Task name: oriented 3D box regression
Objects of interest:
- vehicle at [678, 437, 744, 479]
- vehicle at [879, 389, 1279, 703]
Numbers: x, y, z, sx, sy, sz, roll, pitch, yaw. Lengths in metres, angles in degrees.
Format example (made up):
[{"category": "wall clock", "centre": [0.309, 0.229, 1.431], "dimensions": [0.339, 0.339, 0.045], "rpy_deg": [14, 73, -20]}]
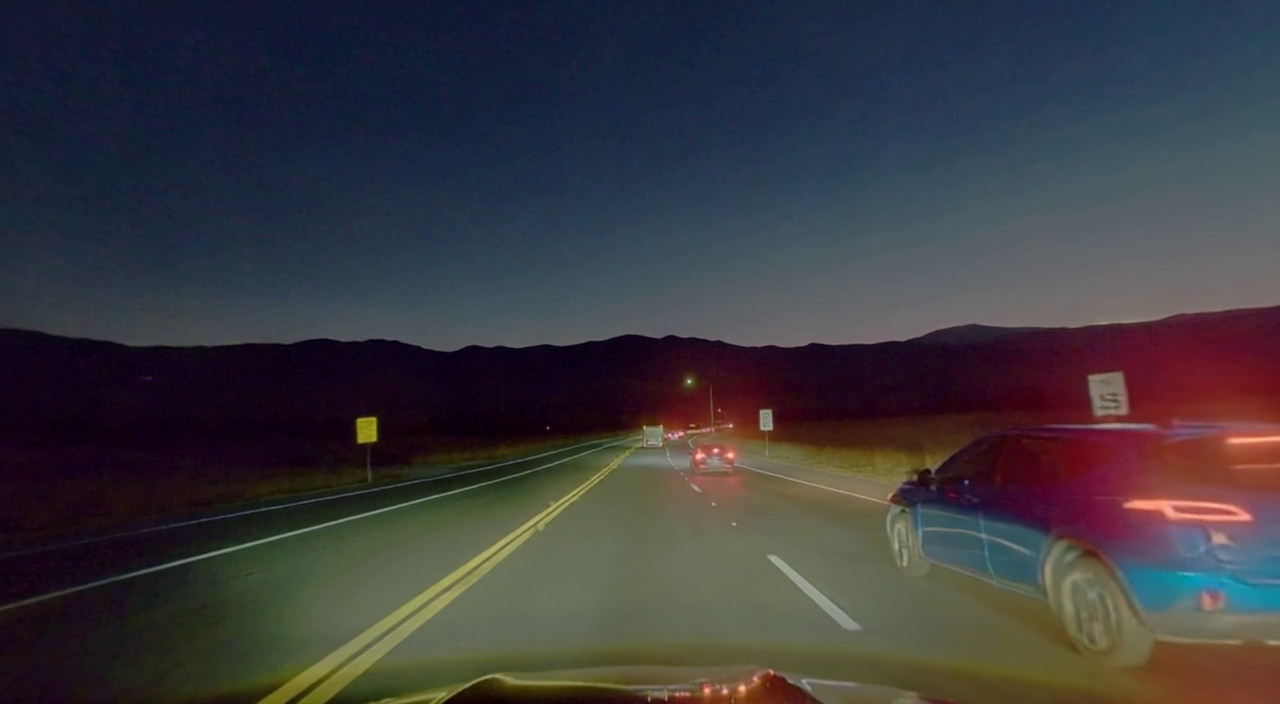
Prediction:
[{"category": "vehicle", "centre": [2.732, 4.199, 25.246], "dimensions": [2.026, 1.531, 4.273], "rpy_deg": [0, -8, -2]}, {"category": "vehicle", "centre": [3.532, 1.210, 4.597], "dimensions": [2.007, 1.534, 3.976], "rpy_deg": [0, -8, 0]}]
